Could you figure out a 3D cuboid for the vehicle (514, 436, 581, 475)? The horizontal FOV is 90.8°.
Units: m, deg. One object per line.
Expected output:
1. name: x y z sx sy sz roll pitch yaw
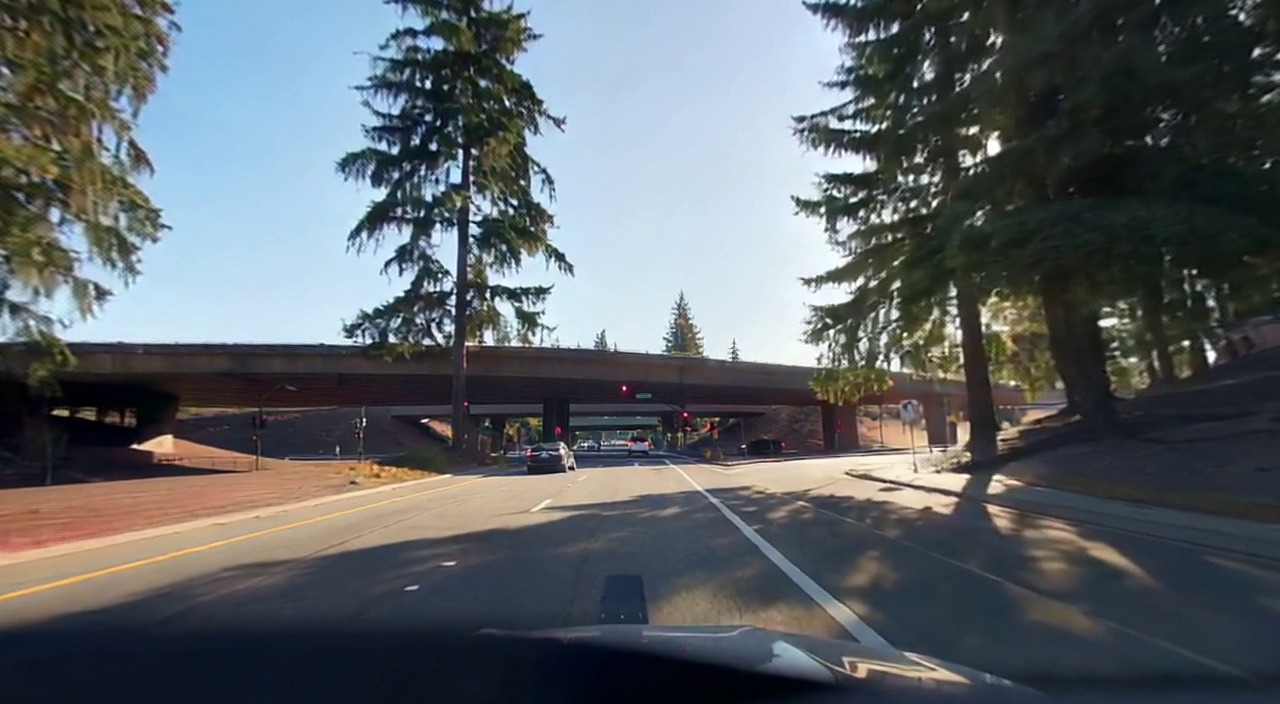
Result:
1. vehicle: -3.750 4.289 26.324 2.082 1.472 4.310 0 -8 1
